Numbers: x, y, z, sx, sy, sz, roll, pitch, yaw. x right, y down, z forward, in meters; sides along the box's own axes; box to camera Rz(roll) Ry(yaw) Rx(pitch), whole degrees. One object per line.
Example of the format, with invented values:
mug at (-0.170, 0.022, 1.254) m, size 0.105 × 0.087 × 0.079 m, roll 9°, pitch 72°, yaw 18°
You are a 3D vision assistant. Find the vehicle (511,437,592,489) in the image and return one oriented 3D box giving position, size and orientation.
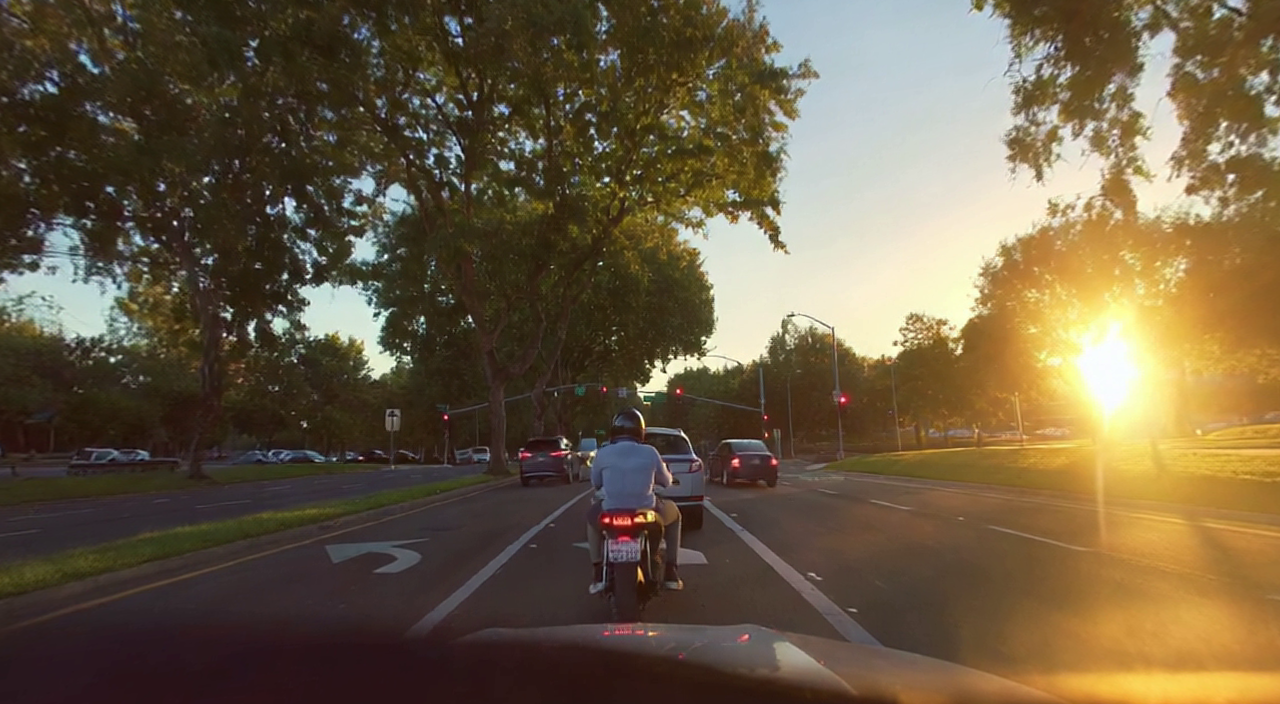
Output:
vehicle at (-3.055, 3.948, 22.862) m, size 2.056 × 1.647 × 5.045 m, roll -1°, pitch -8°, yaw 2°

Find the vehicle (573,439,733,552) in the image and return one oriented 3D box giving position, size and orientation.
vehicle at (0.146, 2.206, 10.530) m, size 2.093 × 1.450 × 4.437 m, roll 0°, pitch -8°, yaw -1°

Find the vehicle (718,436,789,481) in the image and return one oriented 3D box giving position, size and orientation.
vehicle at (4.562, 4.339, 25.953) m, size 2.075 × 1.661 × 4.229 m, roll 0°, pitch -8°, yaw 0°
